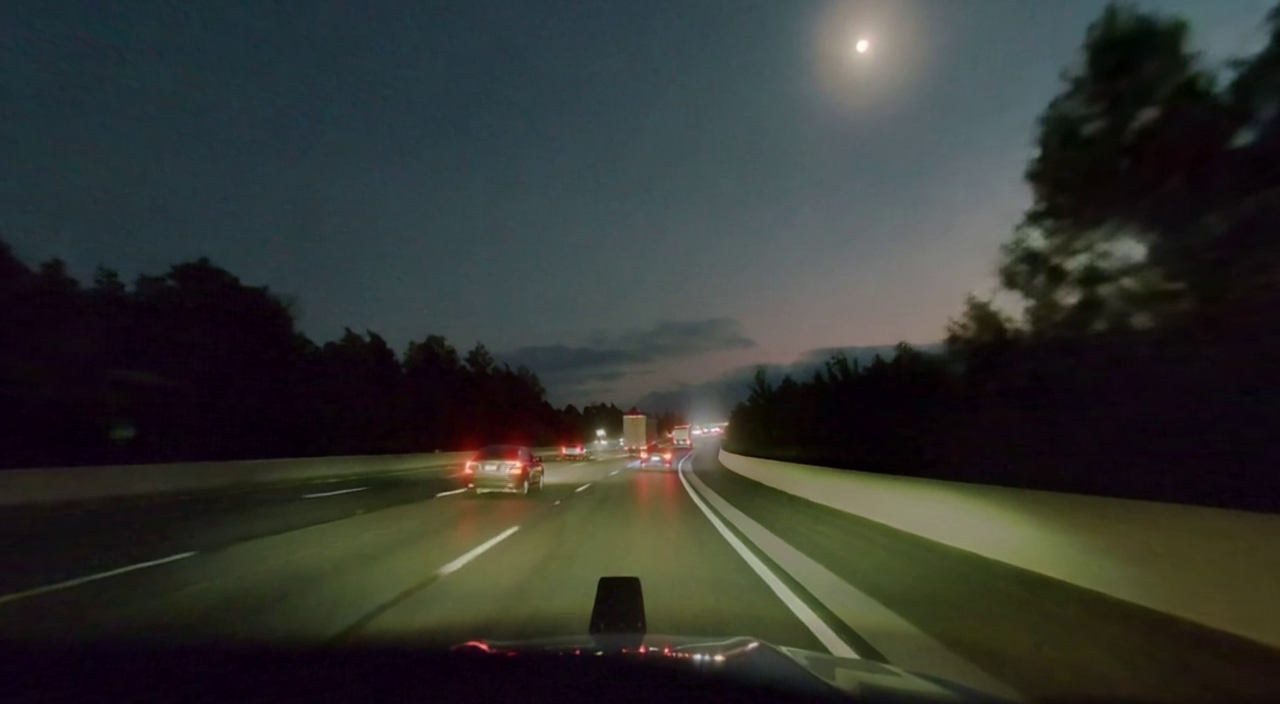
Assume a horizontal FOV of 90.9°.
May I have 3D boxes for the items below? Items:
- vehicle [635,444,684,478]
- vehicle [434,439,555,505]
[{"bbox_3d":[0.852,4.742,27.599,1.984,1.365,3.767,0,-9,2],"label":"vehicle"},{"bbox_3d":[-3.612,3.065,16.631,1.916,1.486,4.631,0,-9,2],"label":"vehicle"}]
